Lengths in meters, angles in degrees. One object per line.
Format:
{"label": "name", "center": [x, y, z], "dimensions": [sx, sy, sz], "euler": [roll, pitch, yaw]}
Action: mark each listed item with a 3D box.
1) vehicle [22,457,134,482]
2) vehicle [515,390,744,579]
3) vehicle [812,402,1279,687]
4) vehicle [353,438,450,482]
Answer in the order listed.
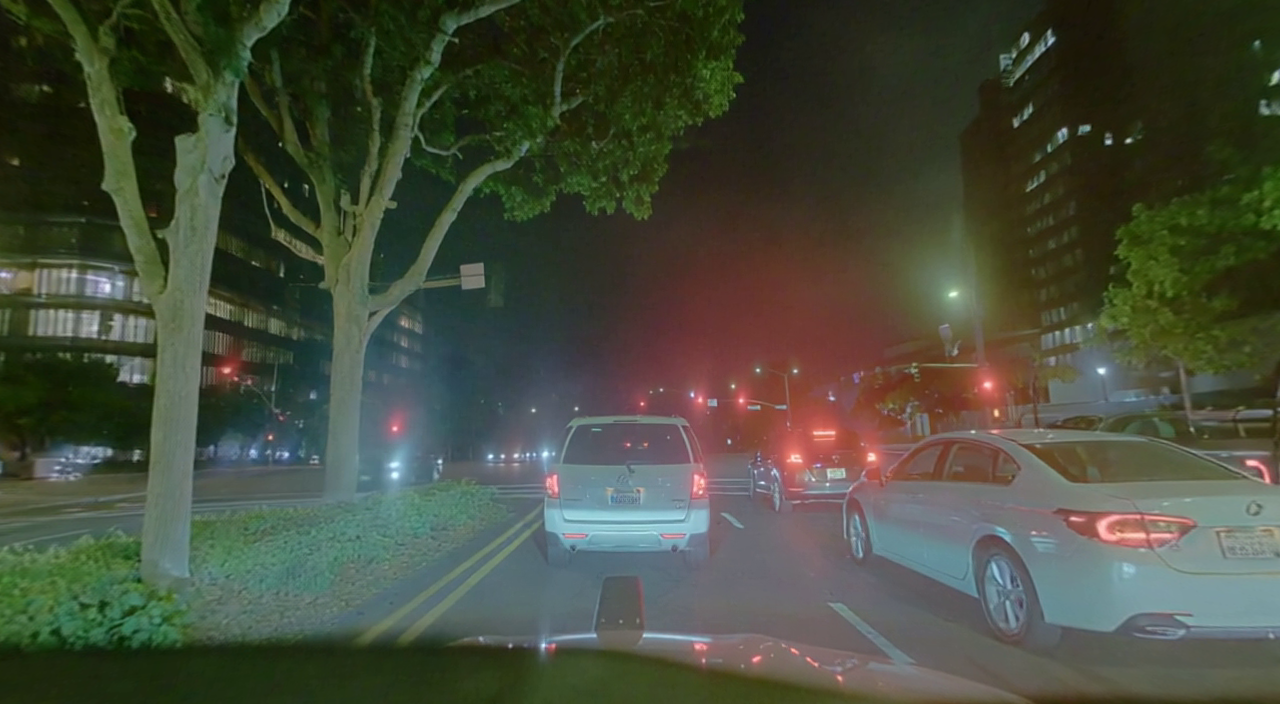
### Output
{"label": "vehicle", "center": [-35.089, 7.343, 39.586], "dimensions": [4.845, 1.442, 1.880], "euler": [2, -9, -13]}
{"label": "vehicle", "center": [-0.213, 1.620, 8.430], "dimensions": [2.236, 1.827, 4.316], "euler": [1, -9, -3]}
{"label": "vehicle", "center": [3.367, 1.421, 5.958], "dimensions": [2.034, 1.558, 4.774], "euler": [0, -9, -1]}
{"label": "vehicle", "center": [-11.071, 5.059, 29.976], "dimensions": [2.204, 1.848, 6.047], "euler": [0, -9, 1]}
